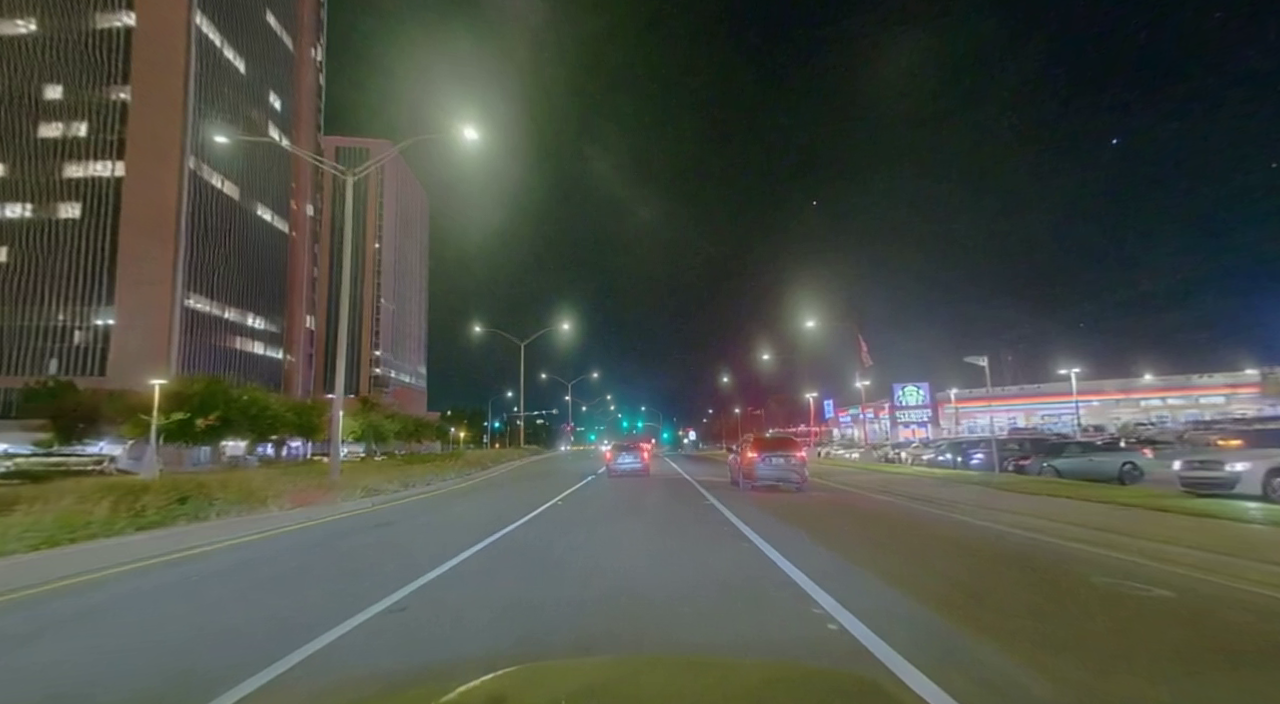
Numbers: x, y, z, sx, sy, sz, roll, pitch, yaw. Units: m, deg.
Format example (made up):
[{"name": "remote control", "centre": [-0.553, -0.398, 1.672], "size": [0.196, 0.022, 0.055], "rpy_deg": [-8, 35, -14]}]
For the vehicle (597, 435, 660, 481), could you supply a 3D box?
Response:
[{"name": "vehicle", "centre": [-0.387, 3.779, 22.681], "size": [2.059, 1.477, 3.988], "rpy_deg": [0, -8, 0]}]

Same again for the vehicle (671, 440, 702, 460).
[{"name": "vehicle", "centre": [3.559, 7.564, 48.827], "size": [2.012, 1.462, 4.400], "rpy_deg": [0, -8, 0]}]

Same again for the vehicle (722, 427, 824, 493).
[{"name": "vehicle", "centre": [3.747, 3.110, 18.525], "size": [2.007, 1.683, 4.171], "rpy_deg": [0, -8, -1]}]

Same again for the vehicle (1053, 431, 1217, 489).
[{"name": "vehicle", "centre": [14.114, 3.019, 17.976], "size": [4.076, 1.478, 2.023], "rpy_deg": [4, -9, -27]}]

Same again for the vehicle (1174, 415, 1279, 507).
[{"name": "vehicle", "centre": [12.747, 2.024, 11.725], "size": [1.871, 1.691, 4.306], "rpy_deg": [-1, -8, 2]}]

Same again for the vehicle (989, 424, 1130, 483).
[{"name": "vehicle", "centre": [13.921, 3.331, 20.884], "size": [4.367, 1.748, 2.007], "rpy_deg": [5, -10, -30]}]
